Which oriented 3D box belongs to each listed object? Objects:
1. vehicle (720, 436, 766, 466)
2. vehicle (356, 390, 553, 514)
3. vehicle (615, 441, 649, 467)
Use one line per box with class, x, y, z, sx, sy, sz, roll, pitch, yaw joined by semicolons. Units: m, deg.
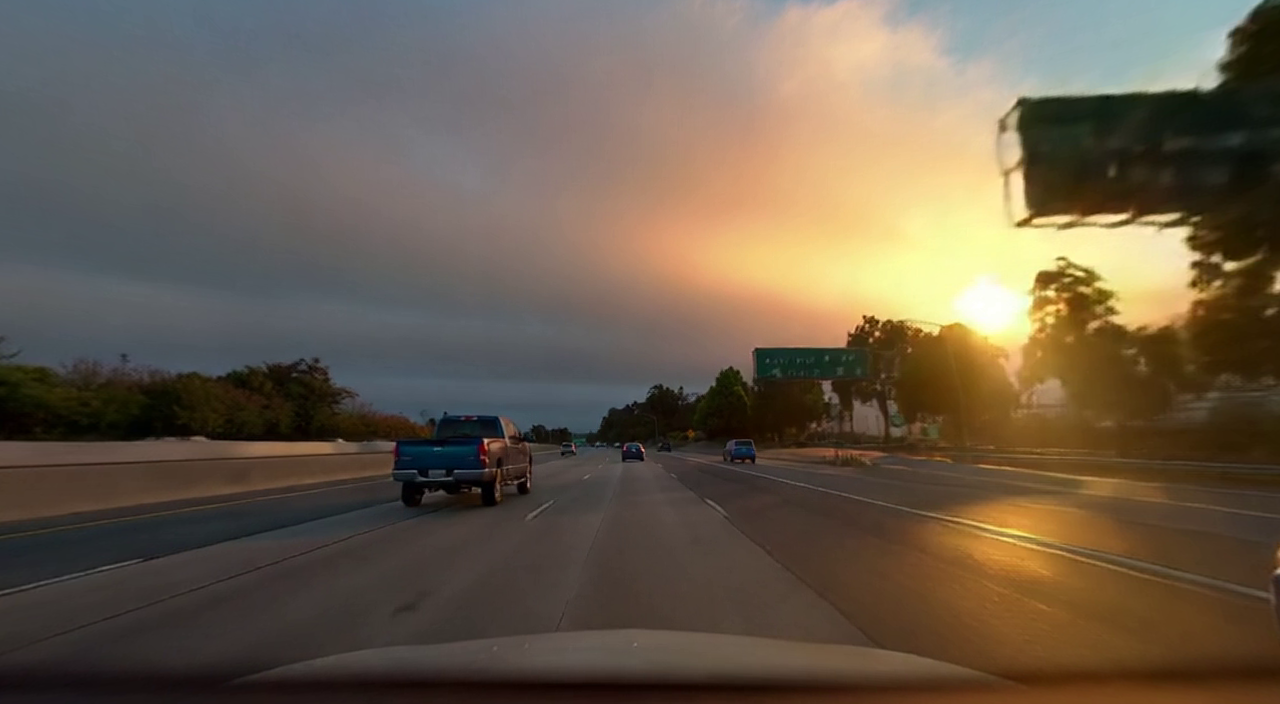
vehicle;6.771;6.605;42.284;2.103;1.898;5.310;0;-9;-1
vehicle;-3.696;2.222;14.243;2.592;2.179;6.034;0;-9;0
vehicle;-0.537;6.771;42.183;2.157;1.642;4.189;0;-9;-2
